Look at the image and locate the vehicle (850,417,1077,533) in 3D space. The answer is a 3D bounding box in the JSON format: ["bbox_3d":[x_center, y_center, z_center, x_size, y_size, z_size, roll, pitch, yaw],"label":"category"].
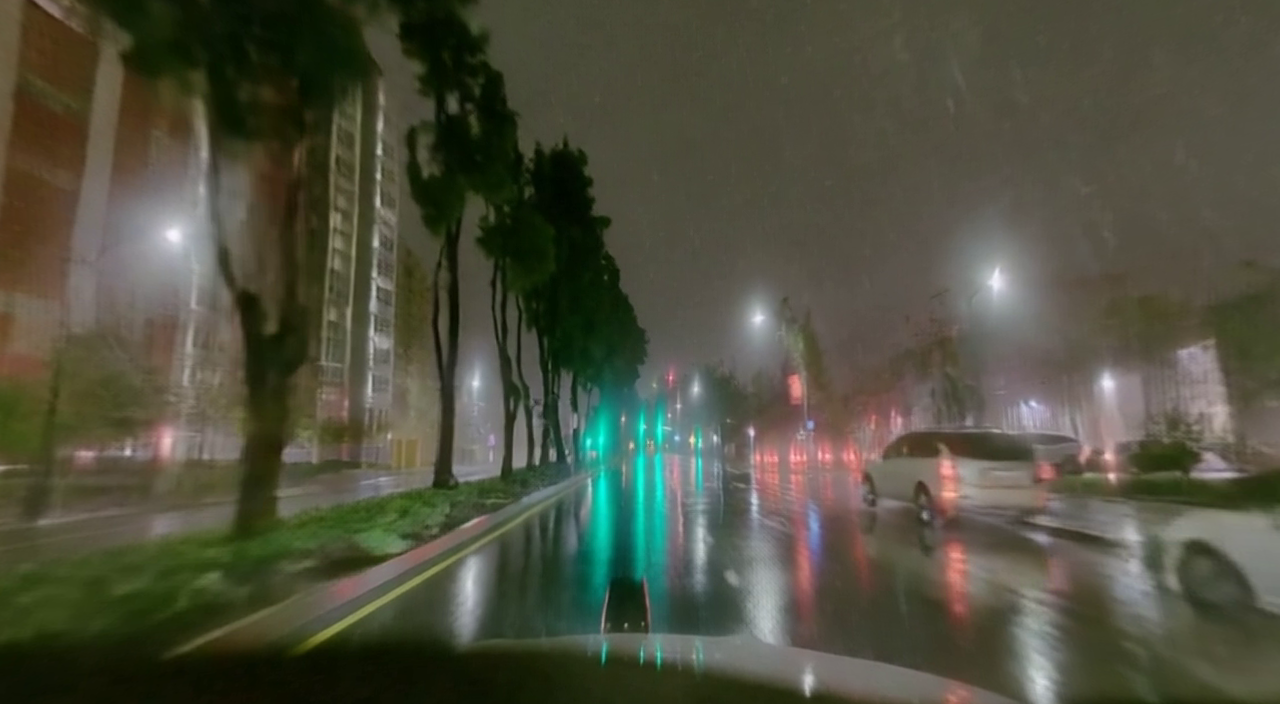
[{"bbox_3d":[6.142,2.386,12.862,2.045,1.890,4.876,0,-8,0],"label":"vehicle"}]

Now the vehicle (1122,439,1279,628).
[{"bbox_3d":[6.140,1.365,4.404,1.948,1.511,4.623,0,-8,1],"label":"vehicle"}]
